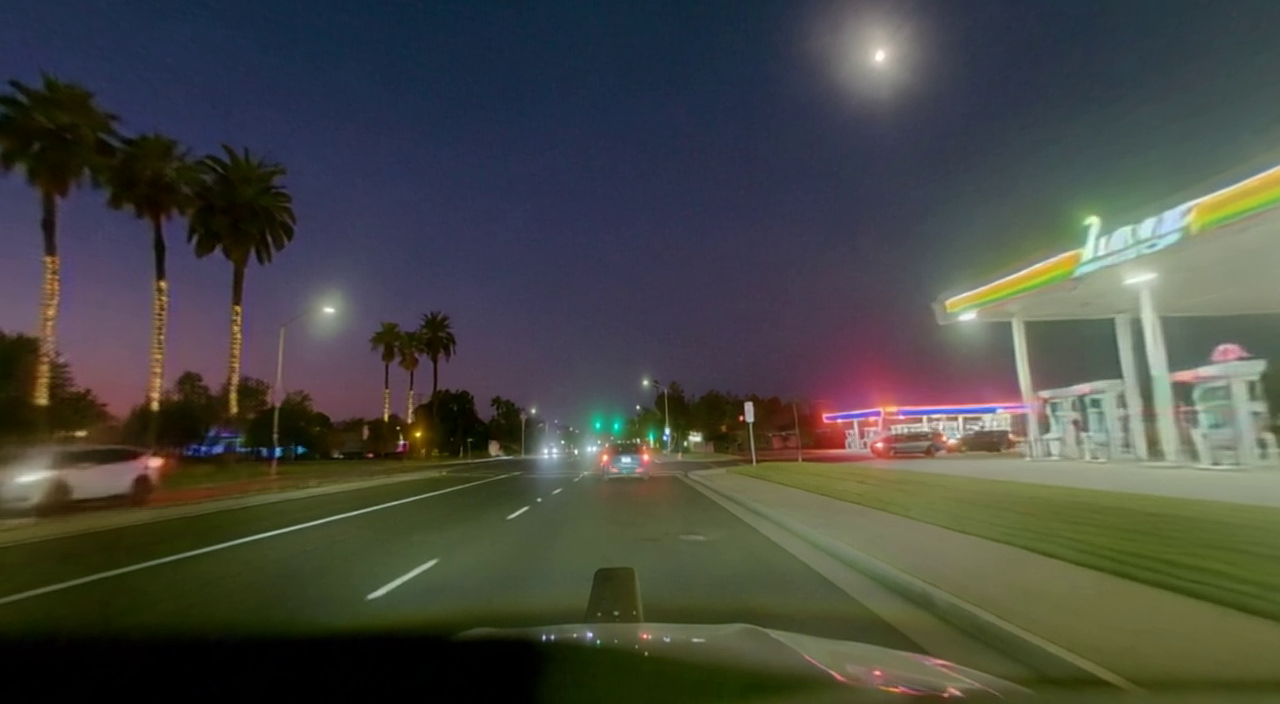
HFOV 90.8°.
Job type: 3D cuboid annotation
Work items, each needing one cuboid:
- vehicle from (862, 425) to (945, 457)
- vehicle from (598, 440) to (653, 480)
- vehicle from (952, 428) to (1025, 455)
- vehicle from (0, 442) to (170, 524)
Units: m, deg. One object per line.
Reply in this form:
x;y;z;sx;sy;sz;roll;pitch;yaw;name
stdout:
18.470;6.267;44.447;4.747;2.178;2.336;0;-9;-3;vehicle
-0.574;4.374;25.891;2.076;1.486;4.119;0;-8;-1;vehicle
24.606;6.310;44.627;4.025;1.827;1.852;0;-9;-3;vehicle
-14.416;3.115;15.694;2.026;1.722;4.463;0;-9;-1;vehicle
